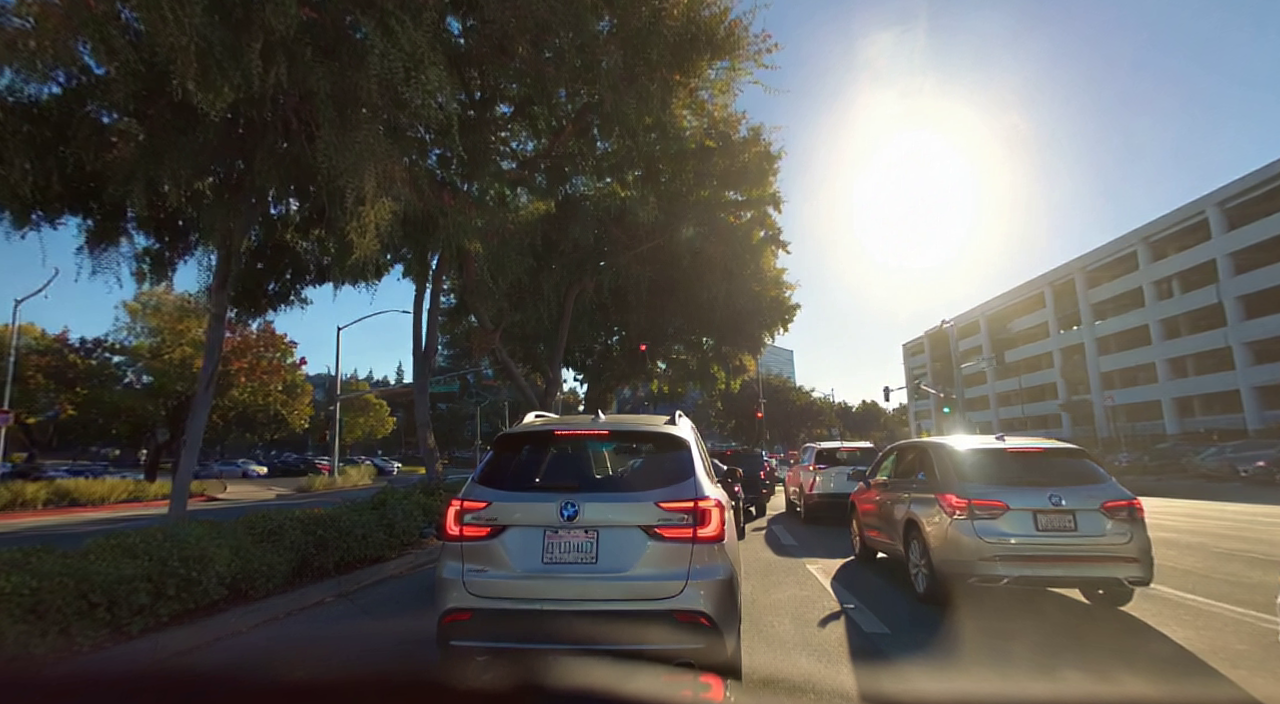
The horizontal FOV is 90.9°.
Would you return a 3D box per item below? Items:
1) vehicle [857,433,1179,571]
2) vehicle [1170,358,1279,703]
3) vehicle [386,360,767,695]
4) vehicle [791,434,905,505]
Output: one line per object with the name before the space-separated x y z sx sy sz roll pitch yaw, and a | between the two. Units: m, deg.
vehicle | 4.893 1.971 9.174 1.963 1.480 4.553 0 -8 2
vehicle | 4.064 0.604 1.115 1.993 1.719 4.953 0 -8 1
vehicle | -0.213 1.235 5.565 2.021 1.742 4.295 -1 -8 4
vehicle | 5.323 3.035 16.726 1.994 1.638 4.100 -1 -9 6
